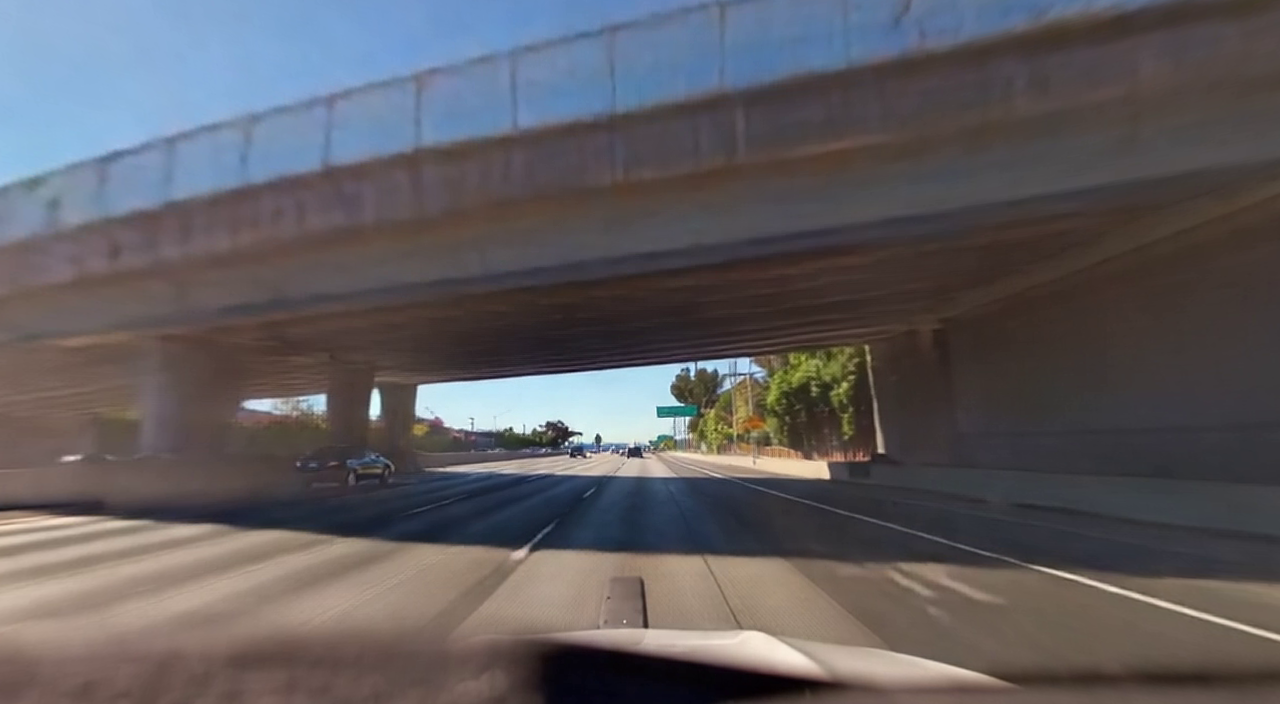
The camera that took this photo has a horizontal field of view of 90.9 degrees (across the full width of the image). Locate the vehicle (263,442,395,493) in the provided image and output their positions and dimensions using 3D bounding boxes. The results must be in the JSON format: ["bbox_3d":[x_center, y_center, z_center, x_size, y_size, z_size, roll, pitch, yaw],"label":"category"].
[{"bbox_3d":[-10.172,3.780,21.117,2.056,1.476,4.562,0,-8,1],"label":"vehicle"}]
